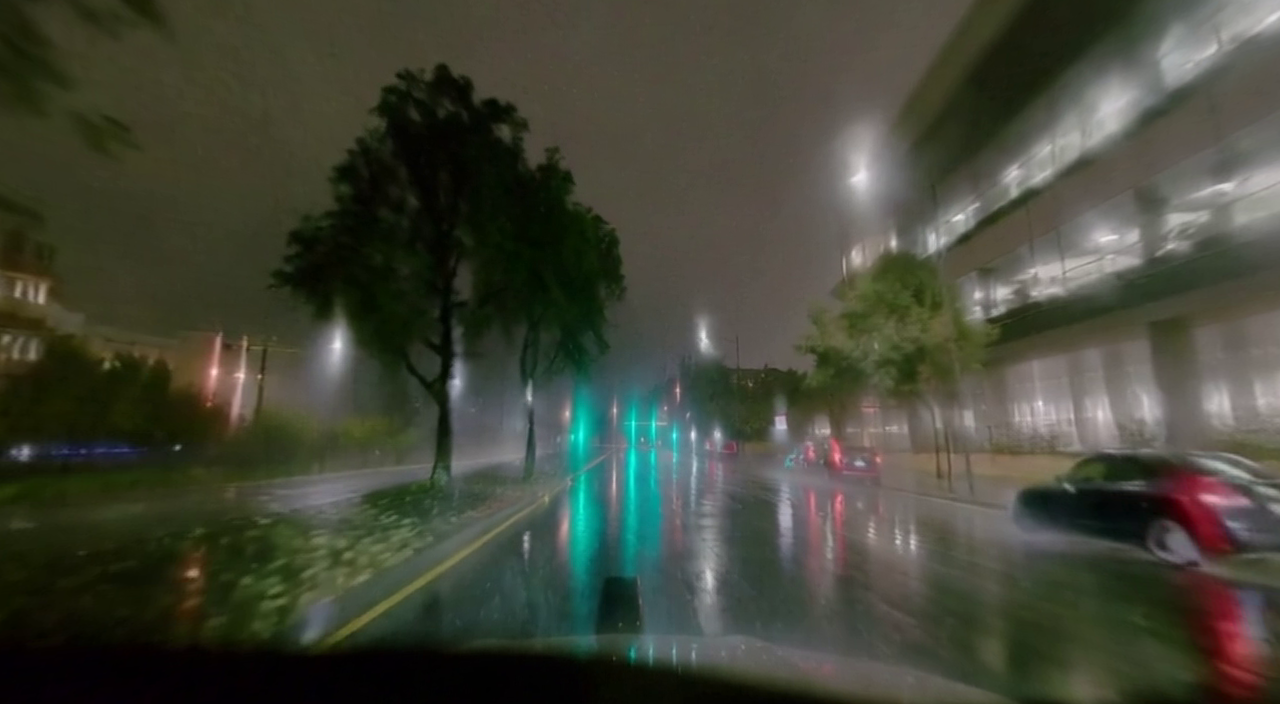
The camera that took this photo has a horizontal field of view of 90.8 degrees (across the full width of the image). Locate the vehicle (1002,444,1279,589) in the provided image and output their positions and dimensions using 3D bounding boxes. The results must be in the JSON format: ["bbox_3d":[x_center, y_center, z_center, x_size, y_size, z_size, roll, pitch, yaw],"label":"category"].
[{"bbox_3d":[7.431,2.016,8.777,1.991,1.446,4.685,0,-8,-1],"label":"vehicle"}]

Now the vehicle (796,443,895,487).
[{"bbox_3d":[7.378,4.084,23.254,2.024,1.447,4.665,0,-8,0],"label":"vehicle"}]
